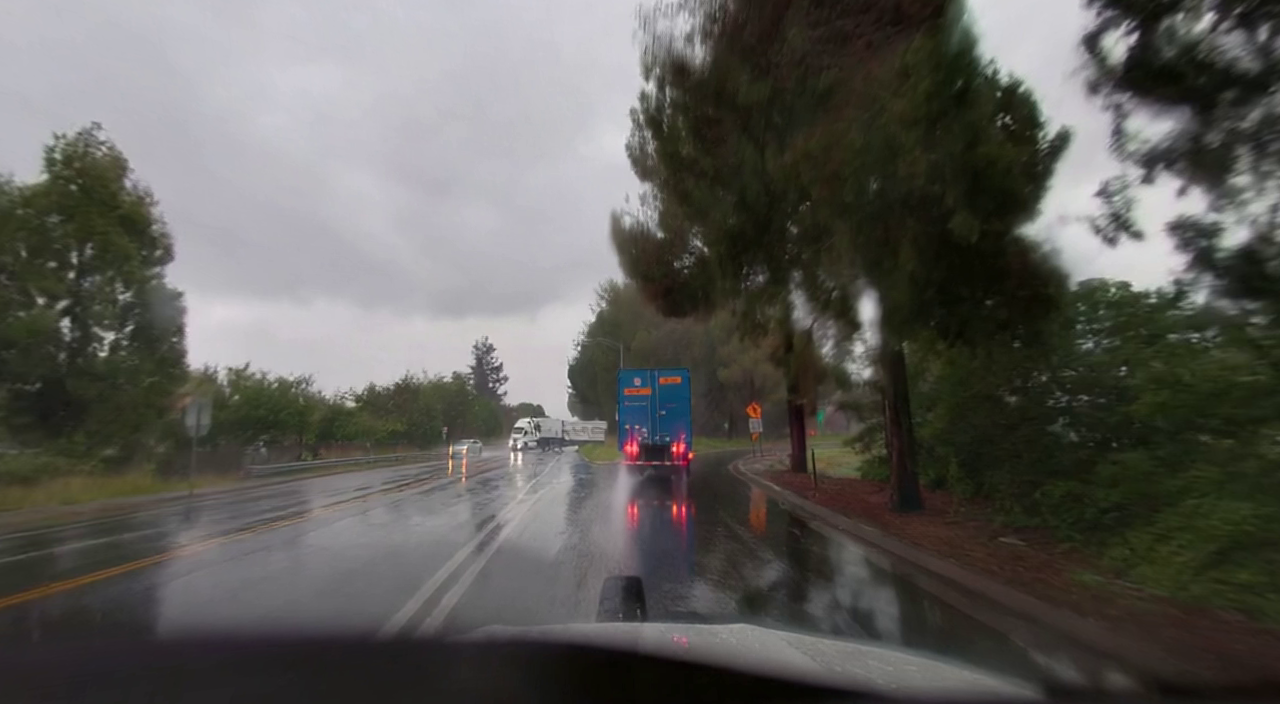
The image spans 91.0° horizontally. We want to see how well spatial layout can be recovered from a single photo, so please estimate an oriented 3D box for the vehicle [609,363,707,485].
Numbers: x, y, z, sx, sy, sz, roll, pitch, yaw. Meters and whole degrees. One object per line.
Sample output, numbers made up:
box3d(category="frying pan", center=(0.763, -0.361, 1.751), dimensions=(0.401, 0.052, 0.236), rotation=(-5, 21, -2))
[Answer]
box3d(category="vehicle", center=(0.805, 2.799, 23.730), dimensions=(2.937, 3.647, 9.344), rotation=(-1, -8, 3))
